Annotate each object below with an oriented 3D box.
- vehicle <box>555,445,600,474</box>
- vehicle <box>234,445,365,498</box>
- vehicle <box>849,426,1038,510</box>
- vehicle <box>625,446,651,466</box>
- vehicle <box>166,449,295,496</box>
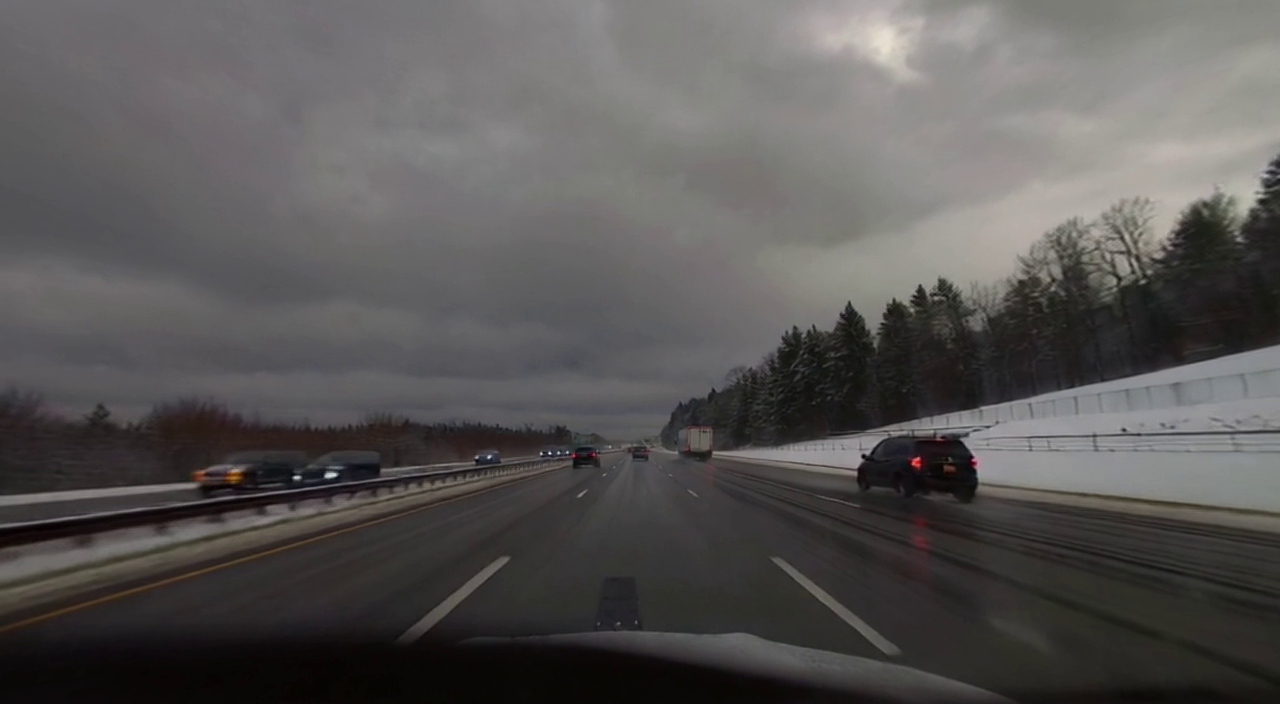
[{"bbox_3d":[-3.530,6.180,36.226,2.160,1.530,4.500,0,-9,0],"label":"vehicle"},{"bbox_3d":[-10.870,3.808,20.493,1.886,1.522,4.284,0,-9,0],"label":"vehicle"},{"bbox_3d":[6.840,2.679,14.948,2.069,1.625,4.832,0,-9,0],"label":"vehicle"},{"bbox_3d":[-0.172,8.192,49.561,1.922,1.497,3.949,0,-9,0],"label":"vehicle"},{"bbox_3d":[-14.428,4.234,22.471,1.901,1.479,4.043,0,-9,-1],"label":"vehicle"}]
